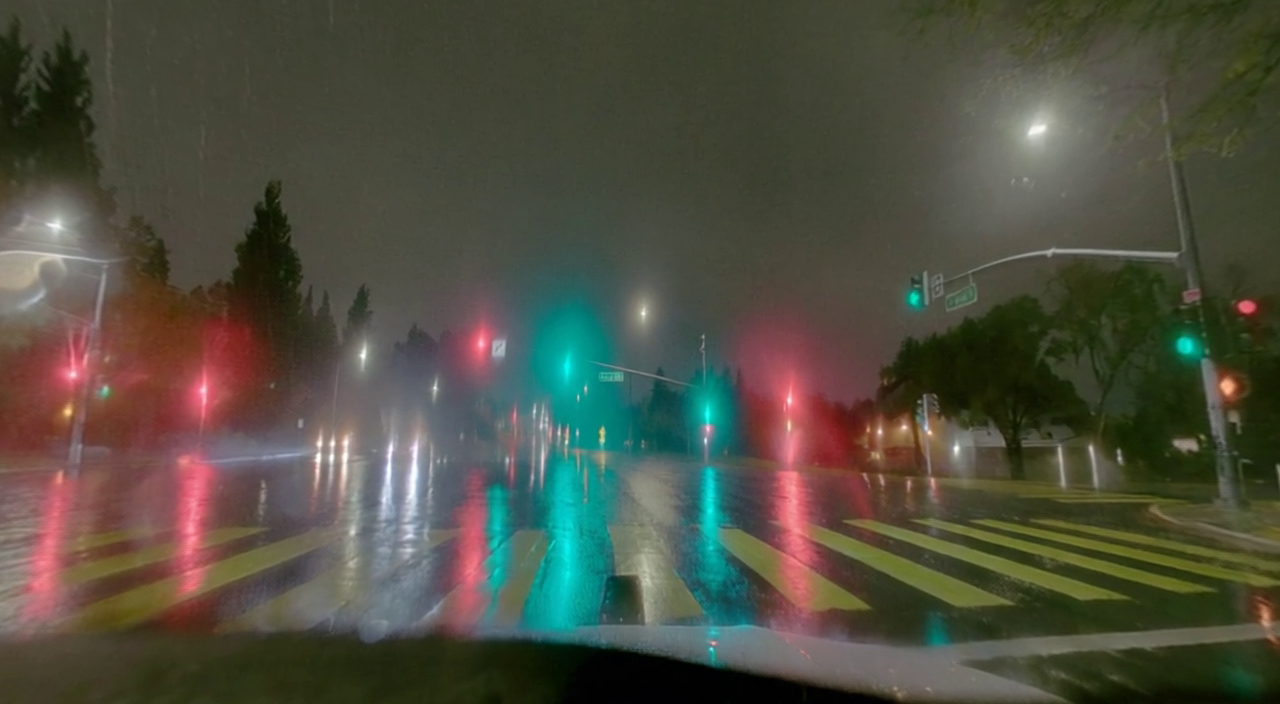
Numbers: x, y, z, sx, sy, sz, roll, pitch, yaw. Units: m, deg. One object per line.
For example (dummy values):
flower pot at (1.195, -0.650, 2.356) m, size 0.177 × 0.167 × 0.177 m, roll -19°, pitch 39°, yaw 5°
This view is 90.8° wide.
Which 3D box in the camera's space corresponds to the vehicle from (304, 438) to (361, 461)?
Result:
vehicle at (-19.778, 6.297, 40.865) m, size 1.918 × 1.432 × 4.433 m, roll 1°, pitch -9°, yaw -7°
